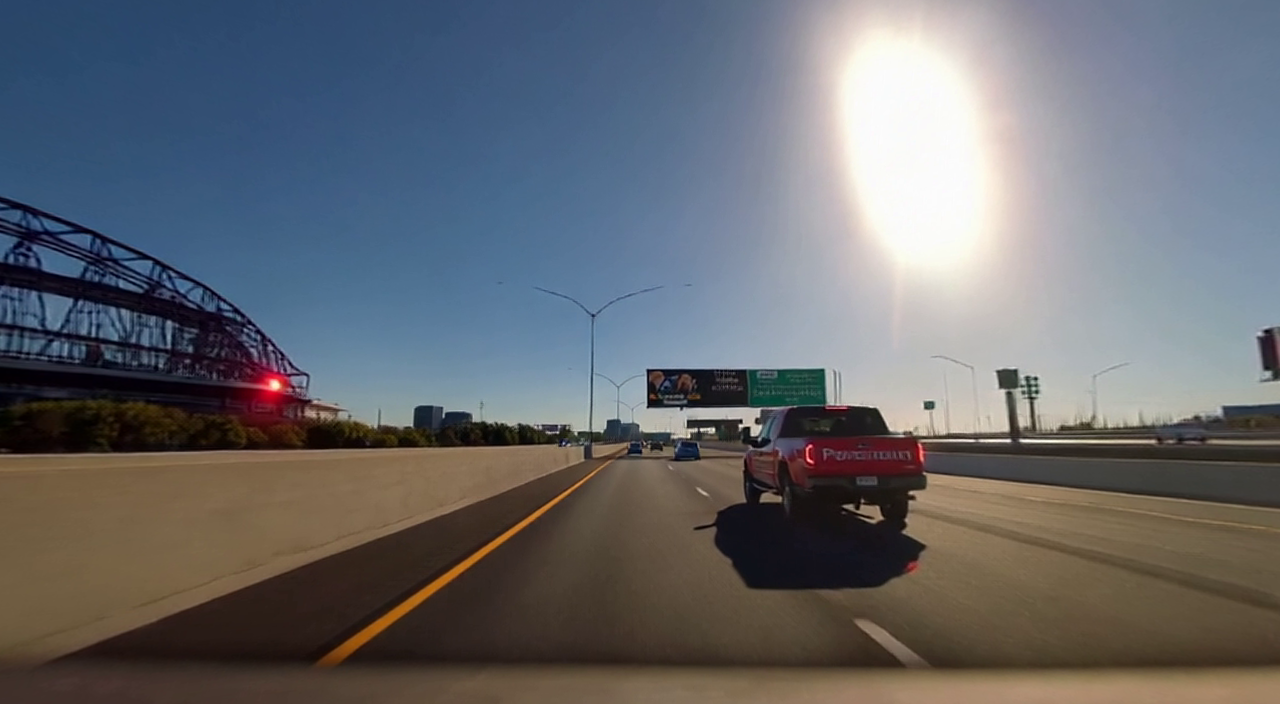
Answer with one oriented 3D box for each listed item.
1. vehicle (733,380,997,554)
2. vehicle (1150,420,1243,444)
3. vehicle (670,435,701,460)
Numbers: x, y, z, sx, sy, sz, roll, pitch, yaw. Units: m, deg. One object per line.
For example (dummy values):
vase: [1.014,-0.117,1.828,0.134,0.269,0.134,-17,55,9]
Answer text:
vehicle: [3.006,1.699,9.938,2.199,2.002,4.970,0,-8,-1]
vehicle: [41.227,6.009,47.015,2.086,1.693,5.339,0,-8,0]
vehicle: [3.302,7.010,46.404,1.973,1.774,4.092,0,-8,0]
